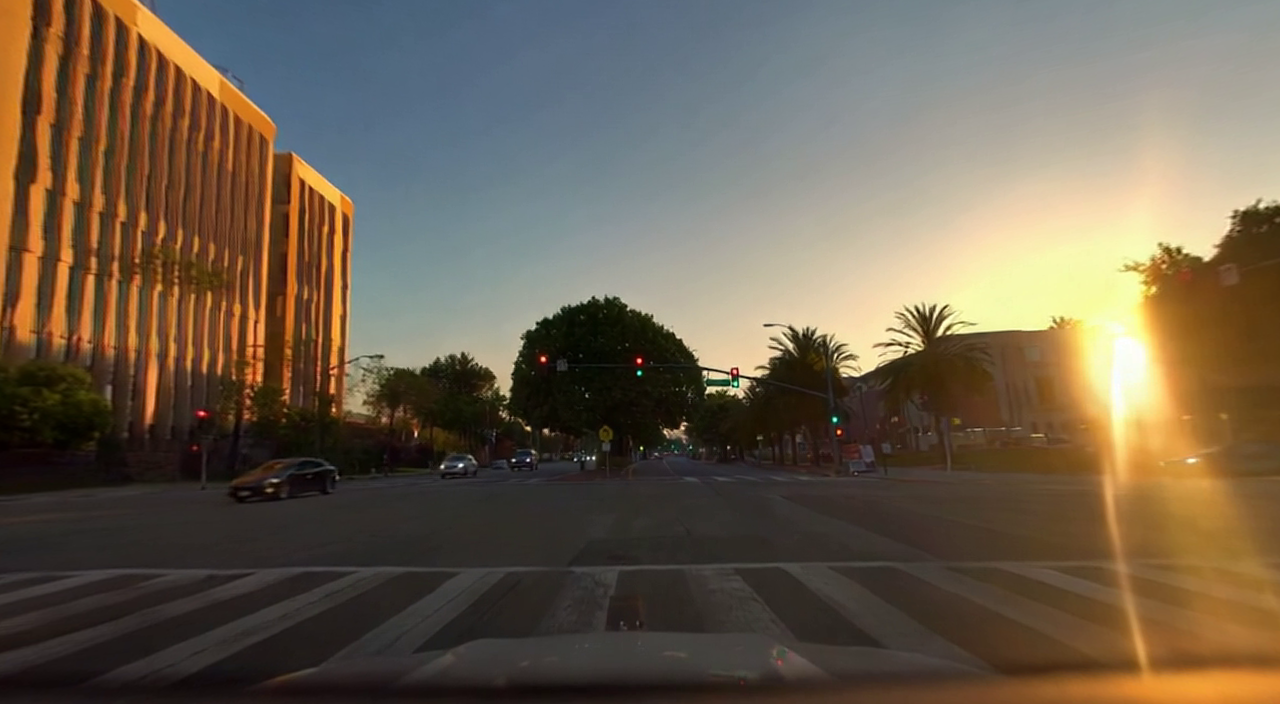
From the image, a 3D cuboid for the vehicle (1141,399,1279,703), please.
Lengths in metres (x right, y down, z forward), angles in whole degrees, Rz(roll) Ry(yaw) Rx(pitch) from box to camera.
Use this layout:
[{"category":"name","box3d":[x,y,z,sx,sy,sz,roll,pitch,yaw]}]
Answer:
[{"category":"vehicle","box3d":[3.220,0.607,0.169,2.106,1.472,4.854,0,-9,-1]}]

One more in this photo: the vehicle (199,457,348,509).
[{"category":"vehicle","box3d":[-12.371,4.422,21.820,2.145,1.504,4.857,0,-9,1]}]

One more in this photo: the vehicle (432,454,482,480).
[{"category":"vehicle","box3d":[-12.349,7.750,42.894,2.038,1.624,4.292,0,-9,1]}]
